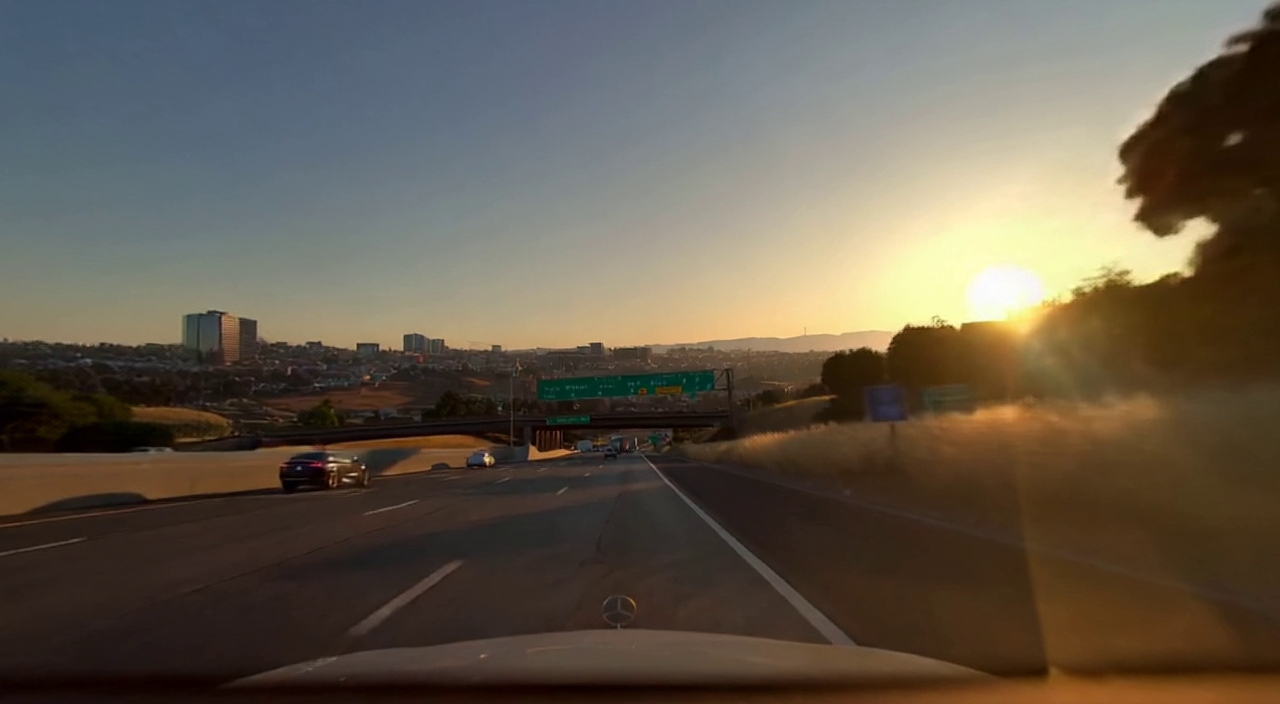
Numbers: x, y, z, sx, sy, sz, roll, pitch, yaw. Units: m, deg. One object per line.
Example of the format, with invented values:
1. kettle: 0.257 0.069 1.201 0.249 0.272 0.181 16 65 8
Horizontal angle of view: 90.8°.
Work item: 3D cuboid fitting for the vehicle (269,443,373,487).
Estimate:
1. vehicle: -14.503 5.138 29.137 2.049 1.792 5.177 0 -9 0
